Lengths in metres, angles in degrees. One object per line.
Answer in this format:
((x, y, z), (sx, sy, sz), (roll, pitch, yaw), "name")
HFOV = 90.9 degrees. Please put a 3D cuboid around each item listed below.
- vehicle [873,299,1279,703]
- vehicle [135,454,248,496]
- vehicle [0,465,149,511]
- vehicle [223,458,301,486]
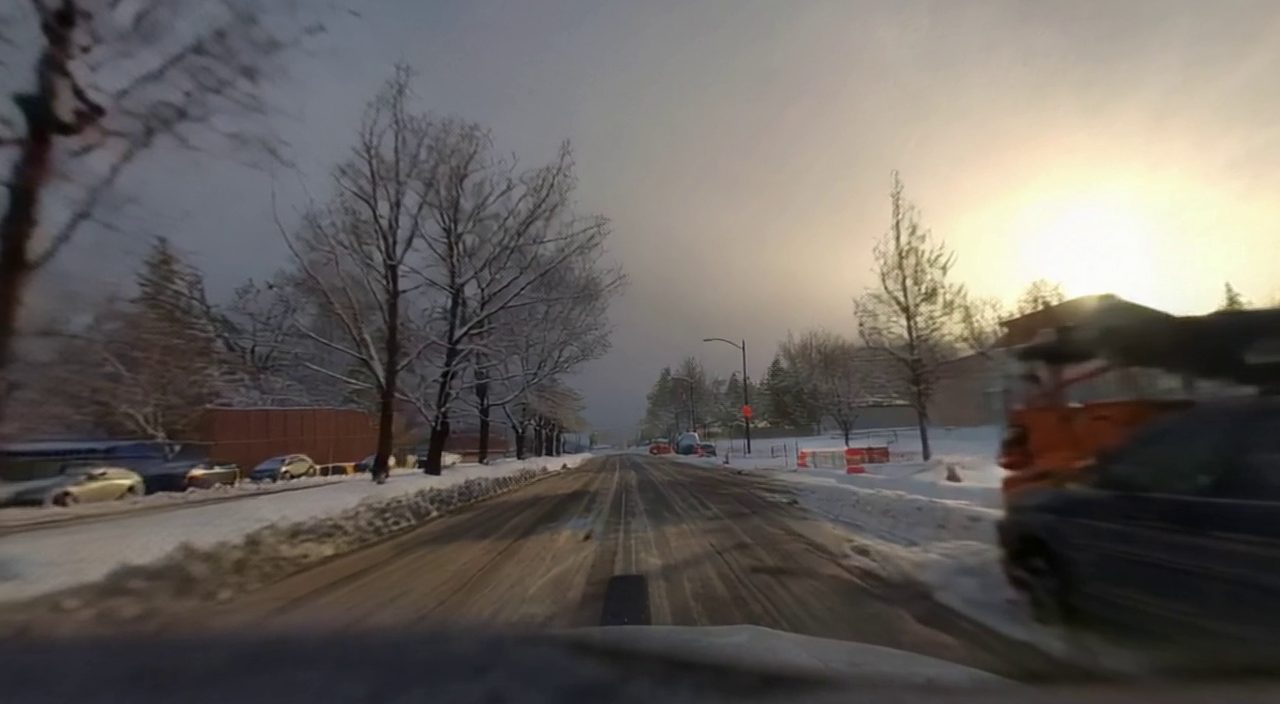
((4.132, 0.924, 3.875), (2.660, 1.980, 6.934), (0, -8, -1), "vehicle")
((-21.847, 5.971, 31.028), (1.941, 1.743, 5.264), (0, -8, -4), "vehicle")
((-21.755, 5.200, 24.515), (1.746, 1.447, 4.448), (0, -8, -1), "vehicle")
((-22.195, 7.039, 37.254), (1.863, 1.470, 4.526), (0, -8, -1), "vehicle")
